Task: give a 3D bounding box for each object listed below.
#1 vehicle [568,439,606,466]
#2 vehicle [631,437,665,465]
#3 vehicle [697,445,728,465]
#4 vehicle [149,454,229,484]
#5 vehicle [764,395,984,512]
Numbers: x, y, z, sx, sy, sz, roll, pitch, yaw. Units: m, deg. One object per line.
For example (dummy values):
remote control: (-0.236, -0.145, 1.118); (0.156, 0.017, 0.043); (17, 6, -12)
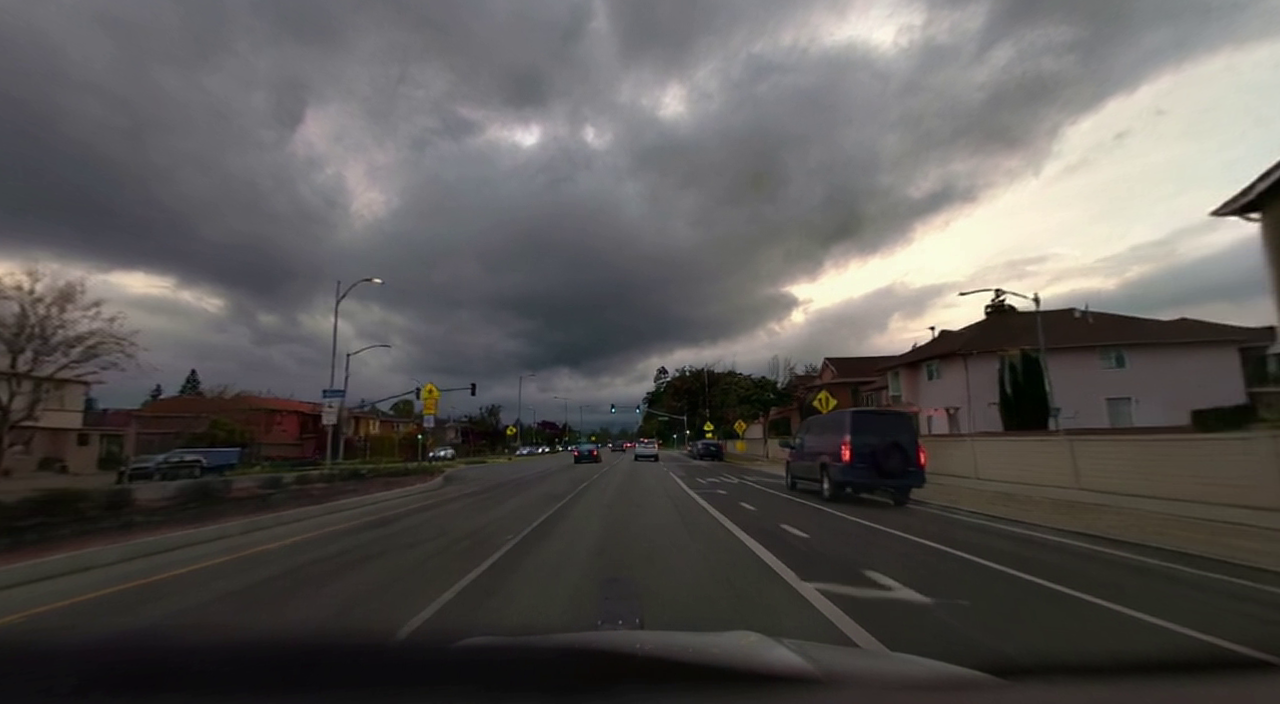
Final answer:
vehicle: (-3.703, 7.102, 44.852); (2.233, 1.775, 4.491); (0, -8, 0)
vehicle: (0.498, 7.072, 45.166); (2.273, 1.851, 5.075); (0, -8, -1)
vehicle: (5.633, 8.073, 49.747); (1.836, 1.442, 4.247); (0, -8, -1)
vehicle: (-25.925, 6.711, 36.480); (1.796, 1.511, 3.879); (0, -8, -1)
vehicle: (5.477, 2.620, 16.701); (2.763, 2.329, 7.864); (0, -8, 0)
